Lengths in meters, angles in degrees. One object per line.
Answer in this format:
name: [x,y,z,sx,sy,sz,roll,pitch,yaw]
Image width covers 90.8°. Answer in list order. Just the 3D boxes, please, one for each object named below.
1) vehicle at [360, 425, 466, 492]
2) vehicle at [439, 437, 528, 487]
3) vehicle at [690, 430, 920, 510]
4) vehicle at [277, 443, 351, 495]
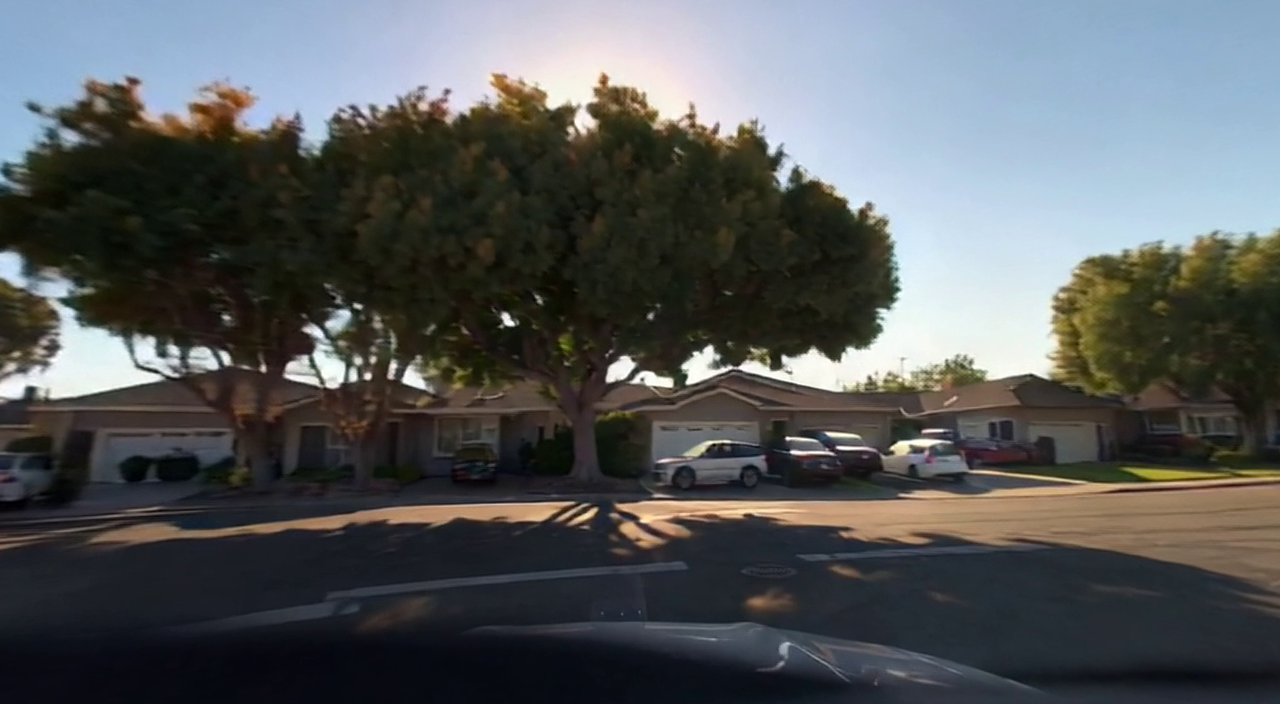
vehicle: [-8.083,3.714,22.146,2.455,2.018,5.271,5,-11,-30]
vehicle: [-6.075,4.166,24.226,2.160,1.695,4.183,5,-10,-30]
vehicle: [3.942,2.886,15.703,5.082,1.789,1.947,0,-9,-4]
vehicle: [-10.808,3.791,20.831,1.833,1.540,3.532,5,-10,-31]
